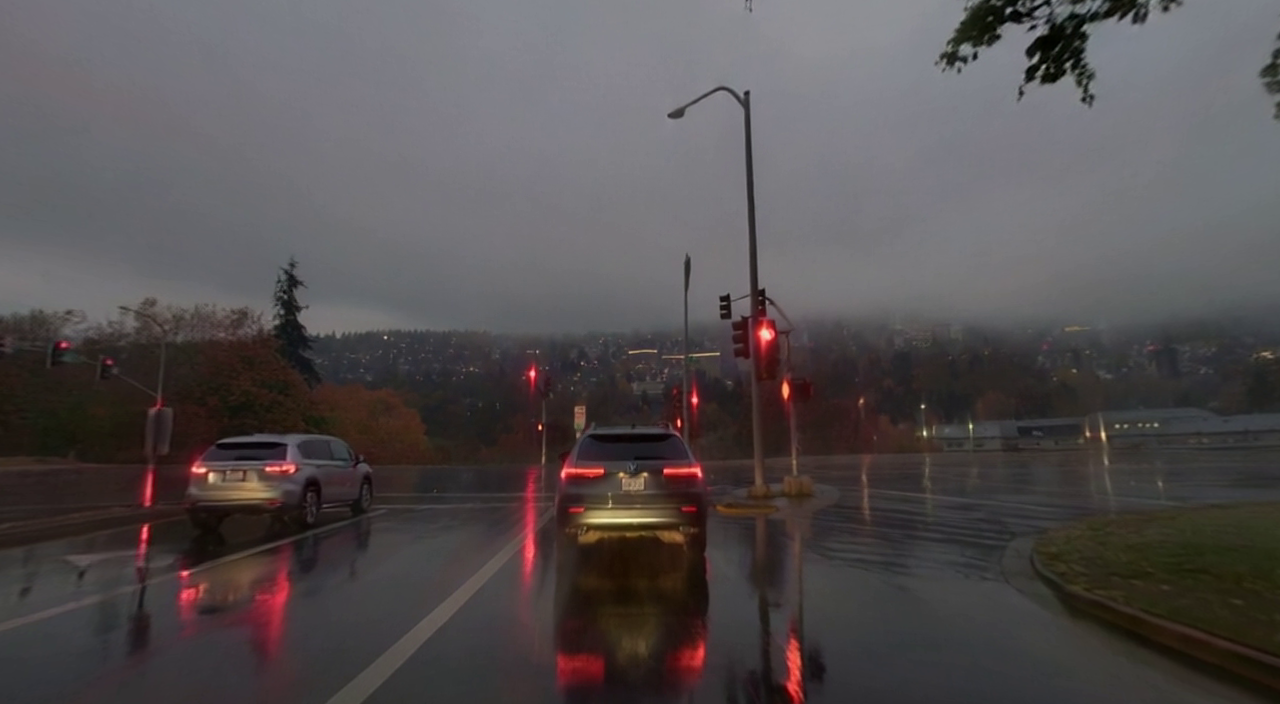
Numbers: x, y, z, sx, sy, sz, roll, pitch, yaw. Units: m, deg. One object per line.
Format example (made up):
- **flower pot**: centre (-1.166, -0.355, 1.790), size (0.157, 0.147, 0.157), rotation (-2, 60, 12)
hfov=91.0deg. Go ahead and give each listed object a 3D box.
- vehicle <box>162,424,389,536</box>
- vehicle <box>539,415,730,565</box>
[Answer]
- **vehicle**: centre (-6.467, 2.289, 11.861), size (2.020, 1.695, 4.187), rotation (1, -9, -5)
- **vehicle**: centre (-0.207, 1.880, 9.278), size (2.154, 1.670, 4.140), rotation (1, -9, -4)
